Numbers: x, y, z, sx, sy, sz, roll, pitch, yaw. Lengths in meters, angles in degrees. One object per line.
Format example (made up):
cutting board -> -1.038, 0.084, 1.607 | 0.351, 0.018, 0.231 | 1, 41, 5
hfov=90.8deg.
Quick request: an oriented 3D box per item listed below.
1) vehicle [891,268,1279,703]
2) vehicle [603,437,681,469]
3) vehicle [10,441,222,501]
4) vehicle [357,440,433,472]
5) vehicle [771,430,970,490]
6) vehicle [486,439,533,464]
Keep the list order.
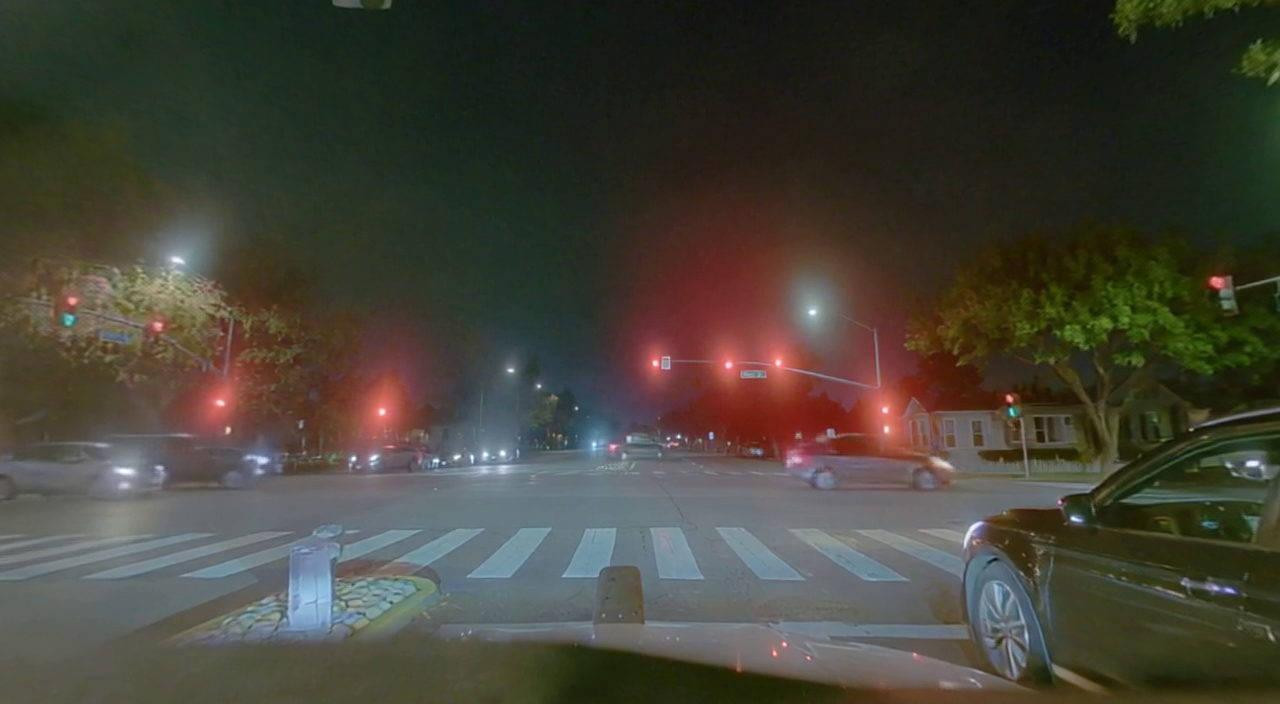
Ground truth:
vehicle -> 2.718, 0.705, 1.731 | 2.085, 1.800, 4.908 | 0, -9, 1
vehicle -> 0.204, 5.506, 34.560 | 2.130, 1.633, 4.532 | -5, -10, 32
vehicle -> -13.710, 3.106, 16.735 | 3.894, 1.487, 1.863 | 0, -8, -1
vehicle -> -14.670, 6.266, 38.175 | 2.065, 1.775, 4.667 | -2, -9, 10
vehicle -> 7.057, 3.366, 19.792 | 5.403, 1.759, 2.040 | 0, -8, 0
vehicle -> -8.933, 6.864, 43.673 | 2.028, 1.654, 5.027 | 0, -9, 1
